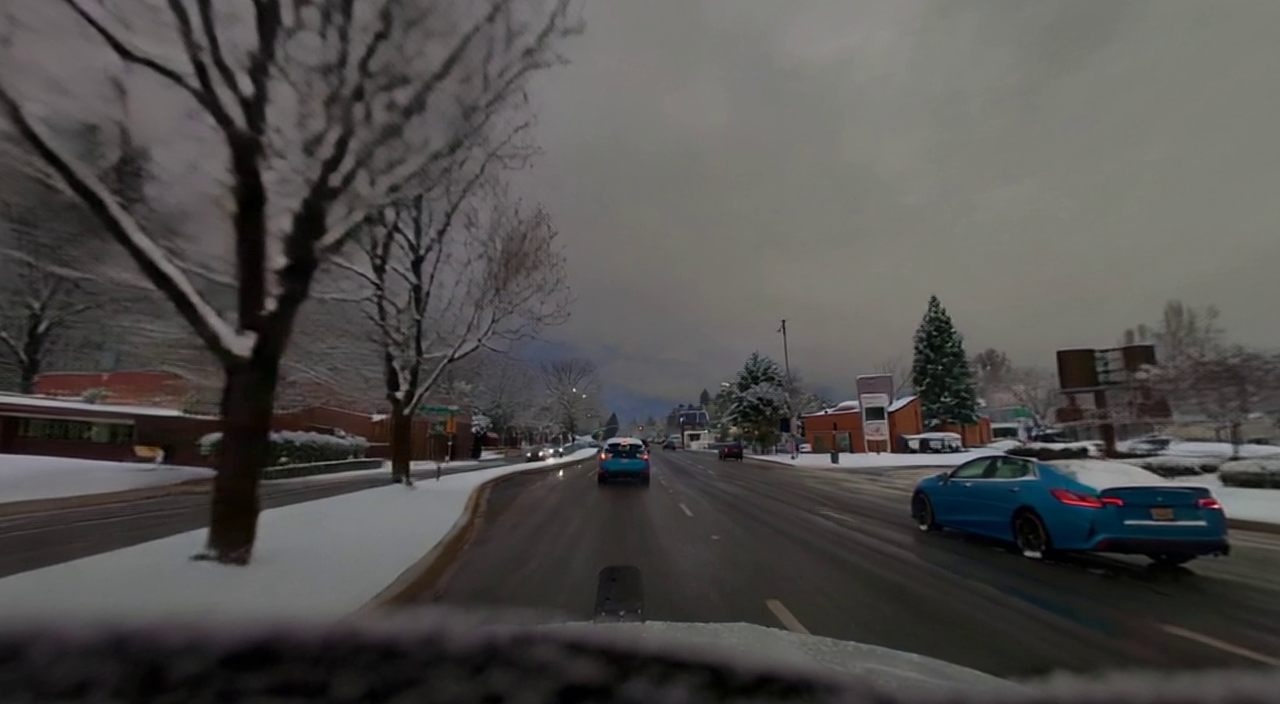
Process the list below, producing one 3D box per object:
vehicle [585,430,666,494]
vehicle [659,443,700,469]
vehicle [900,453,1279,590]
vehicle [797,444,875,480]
[{"bbox_3d":[-0.469,3.405,19.808,2.266,1.762,4.131,0,-9,-2],"label":"vehicle"},{"bbox_3d":[2.307,6.314,38.279,2.078,1.471,4.142,0,-9,-2],"label":"vehicle"},{"bbox_3d":[5.534,1.991,8.323,2.258,1.294,4.312,0,-9,-2],"label":"vehicle"},{"bbox_3d":[8.776,4.985,28.738,2.045,1.484,4.342,0,-9,-1],"label":"vehicle"}]
